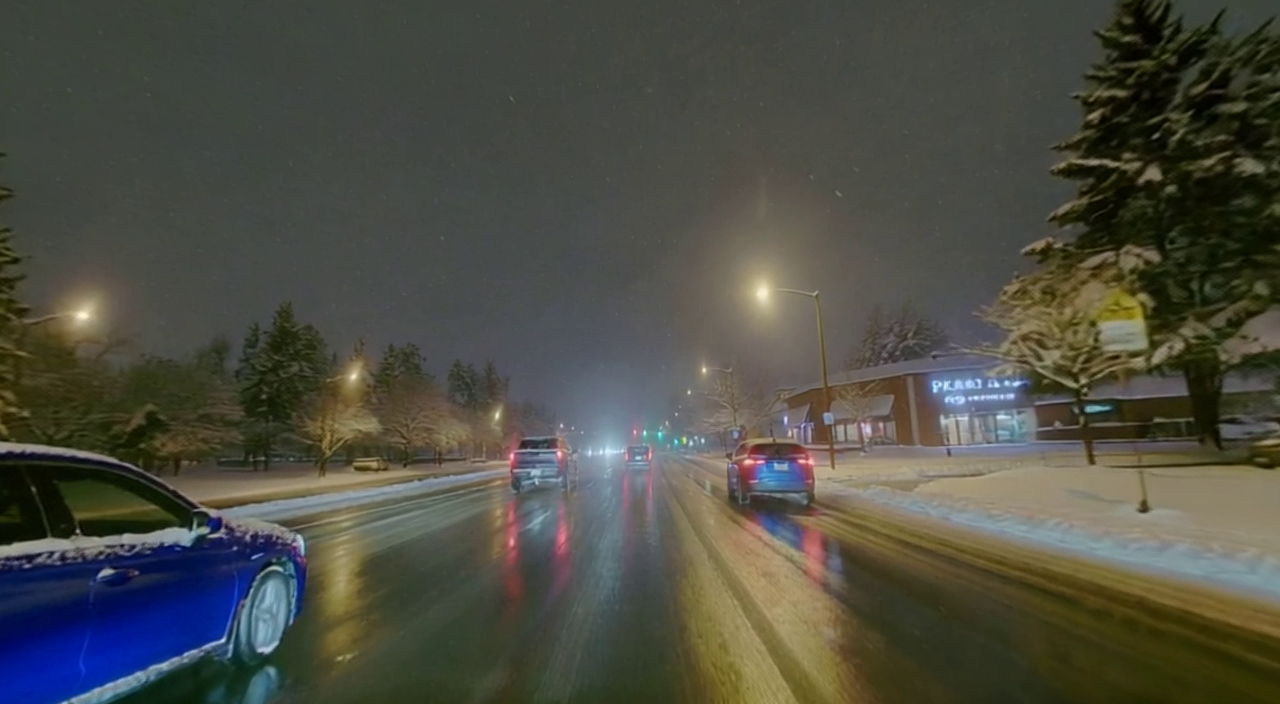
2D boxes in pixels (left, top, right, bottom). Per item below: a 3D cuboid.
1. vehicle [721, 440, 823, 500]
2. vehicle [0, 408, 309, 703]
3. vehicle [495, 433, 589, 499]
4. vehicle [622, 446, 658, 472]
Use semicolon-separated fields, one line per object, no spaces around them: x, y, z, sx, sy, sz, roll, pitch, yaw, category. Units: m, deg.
3.606;3.297;18.039;1.904;1.490;4.299;0;-8;-1;vehicle
-3.007;0.834;1.403;1.956;1.460;4.802;0;-8;0;vehicle
-2.917;3.513;19.892;2.193;1.788;4.603;-1;-8;0;vehicle
-0.024;6.463;38.345;2.069;1.445;3.965;0;-8;0;vehicle
